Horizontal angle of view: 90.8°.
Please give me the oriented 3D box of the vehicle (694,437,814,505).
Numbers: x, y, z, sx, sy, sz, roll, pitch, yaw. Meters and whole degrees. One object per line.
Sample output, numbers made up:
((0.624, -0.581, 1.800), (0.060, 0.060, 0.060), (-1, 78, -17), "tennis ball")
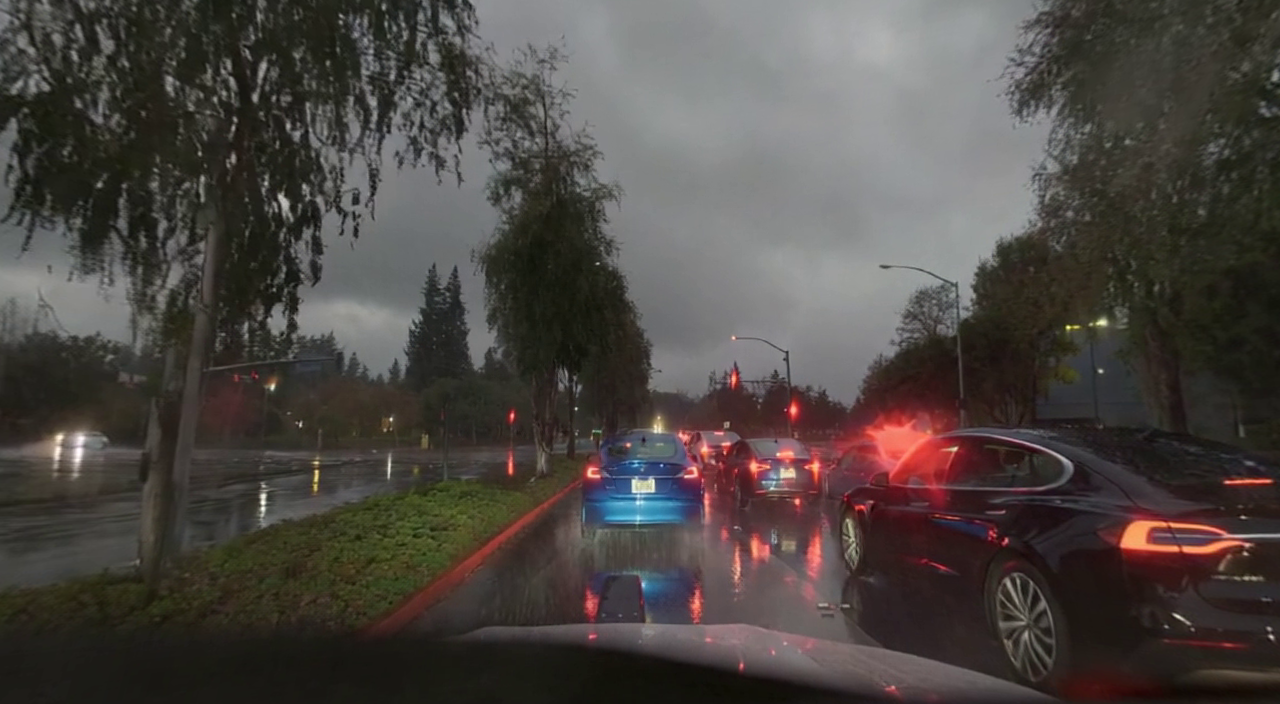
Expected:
((2.692, 2.931, 16.026), (2.058, 1.466, 4.208), (0, -8, -3), "vehicle")

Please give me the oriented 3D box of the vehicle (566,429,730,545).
((0.026, 2.081, 10.461), (2.147, 1.499, 4.240), (0, -8, -2), "vehicle")

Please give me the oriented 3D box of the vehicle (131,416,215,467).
((-29.253, 5.618, 39.703), (2.608, 2.990, 3.026), (2, -8, 3), "vehicle")

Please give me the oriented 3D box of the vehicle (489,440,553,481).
((-4.639, 4.283, 25.241), (1.972, 1.457, 4.171), (0, -8, -4), "vehicle")

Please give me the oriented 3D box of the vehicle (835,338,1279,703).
((3.179, 1.106, 4.304), (2.167, 1.676, 4.443), (0, -8, -1), "vehicle")
